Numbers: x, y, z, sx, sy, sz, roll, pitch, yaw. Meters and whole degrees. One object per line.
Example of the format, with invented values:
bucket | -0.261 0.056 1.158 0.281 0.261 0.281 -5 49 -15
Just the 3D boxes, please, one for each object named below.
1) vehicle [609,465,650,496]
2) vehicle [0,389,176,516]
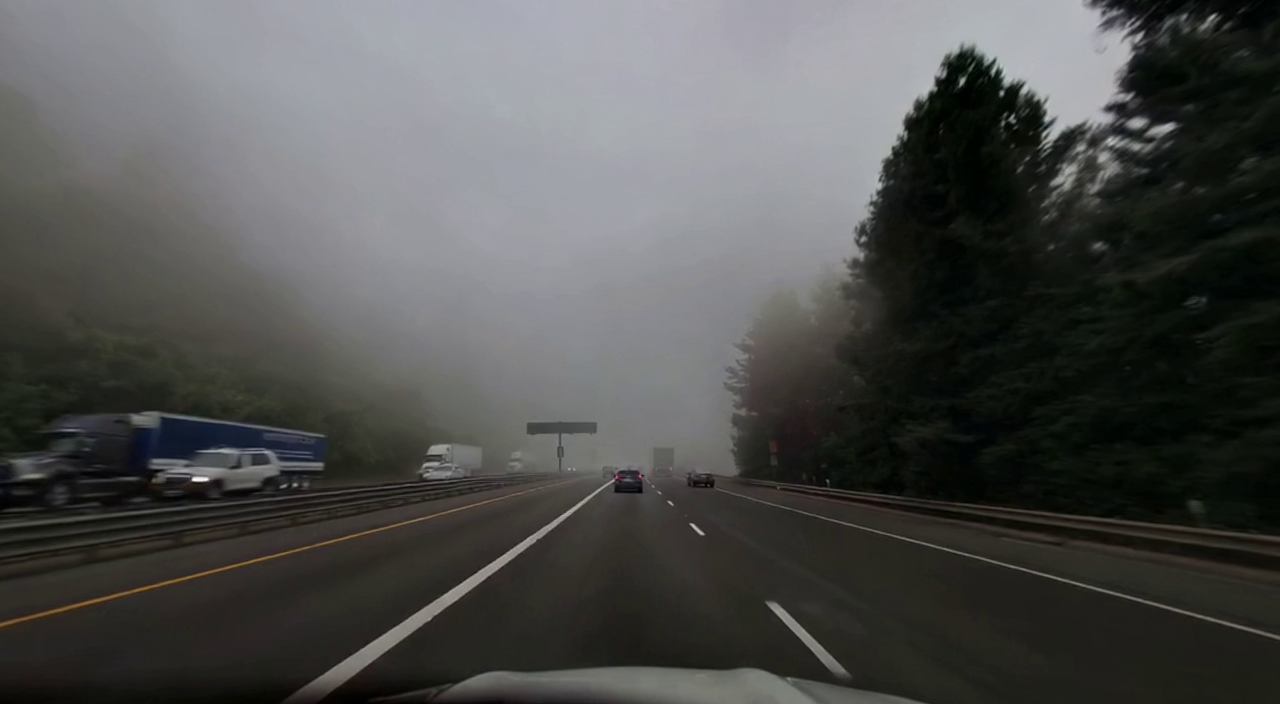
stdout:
vehicle | -0.544 6.702 33.046 2.010 1.436 3.973 1 -10 -1
vehicle | -20.041 3.542 22.014 3.080 3.824 5.623 1 -10 -1
